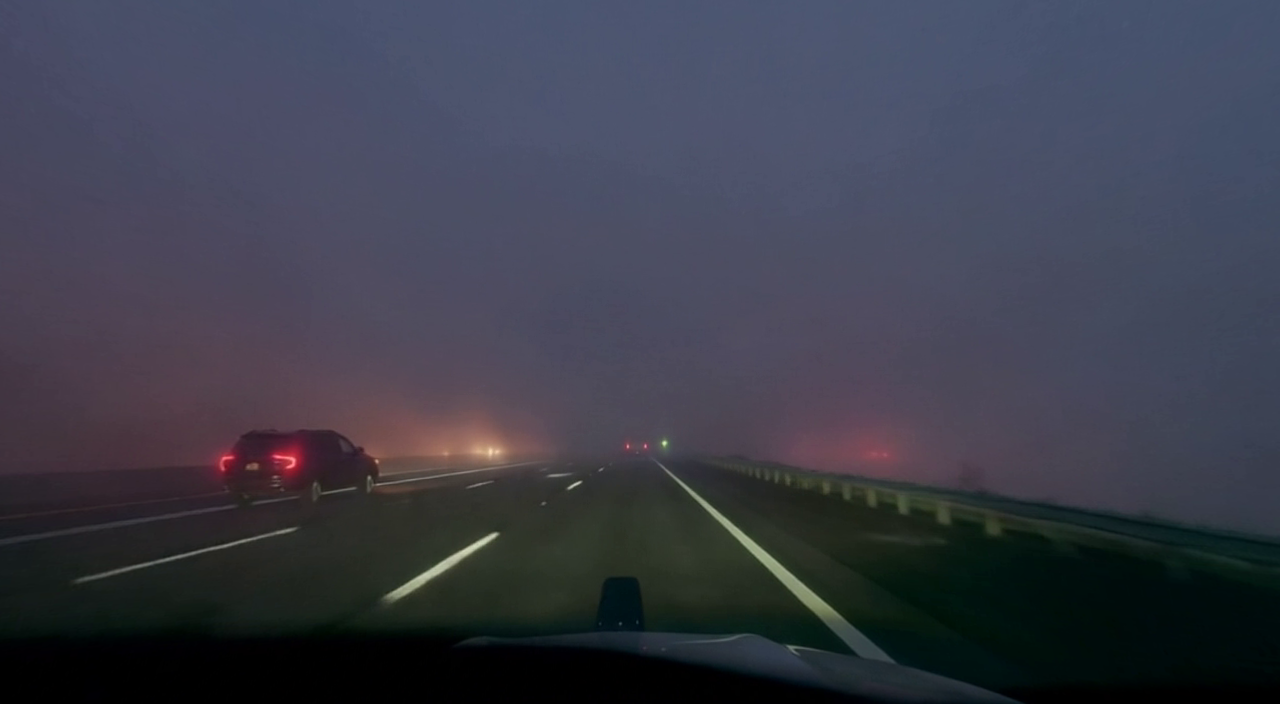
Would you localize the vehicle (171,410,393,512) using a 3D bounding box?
[{"bbox_3d":[-7.889,2.462,14.654,2.163,1.947,4.959,0,-9,1],"label":"vehicle"}]
